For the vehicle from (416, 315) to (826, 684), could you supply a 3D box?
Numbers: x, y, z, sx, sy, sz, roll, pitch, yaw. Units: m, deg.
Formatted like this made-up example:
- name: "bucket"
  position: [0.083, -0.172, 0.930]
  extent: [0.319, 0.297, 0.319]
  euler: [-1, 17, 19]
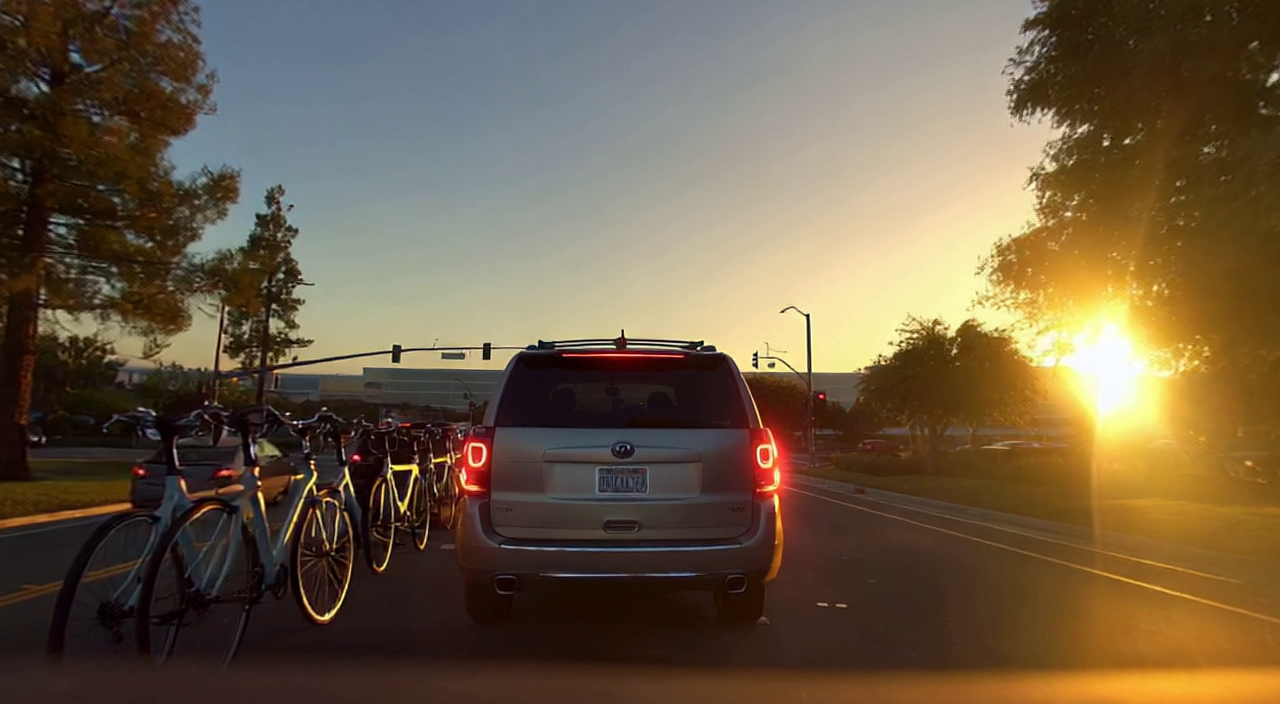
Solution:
- name: "vehicle"
  position: [-0.248, 1.158, 6.000]
  extent: [2.333, 2.087, 4.586]
  euler: [1, -8, -4]

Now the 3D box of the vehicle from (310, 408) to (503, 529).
- name: "vehicle"
  position: [-4.215, 2.219, 12.610]
  extent: [2.337, 1.858, 5.409]
  euler: [1, -9, -7]

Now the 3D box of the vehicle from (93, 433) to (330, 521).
- name: "vehicle"
  position: [-8.549, 2.508, 13.292]
  extent: [2.026, 1.479, 4.712]
  euler: [1, -8, -6]

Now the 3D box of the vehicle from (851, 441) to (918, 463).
- name: "vehicle"
  position: [18.784, 7.675, 48.582]
  extent: [4.435, 1.574, 1.816]
  euler: [1, -9, -9]

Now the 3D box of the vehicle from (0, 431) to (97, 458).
- name: "vehicle"
  position: [-35.751, 5.549, 38.208]
  extent: [3.926, 1.536, 1.731]
  euler: [1, -7, -10]
